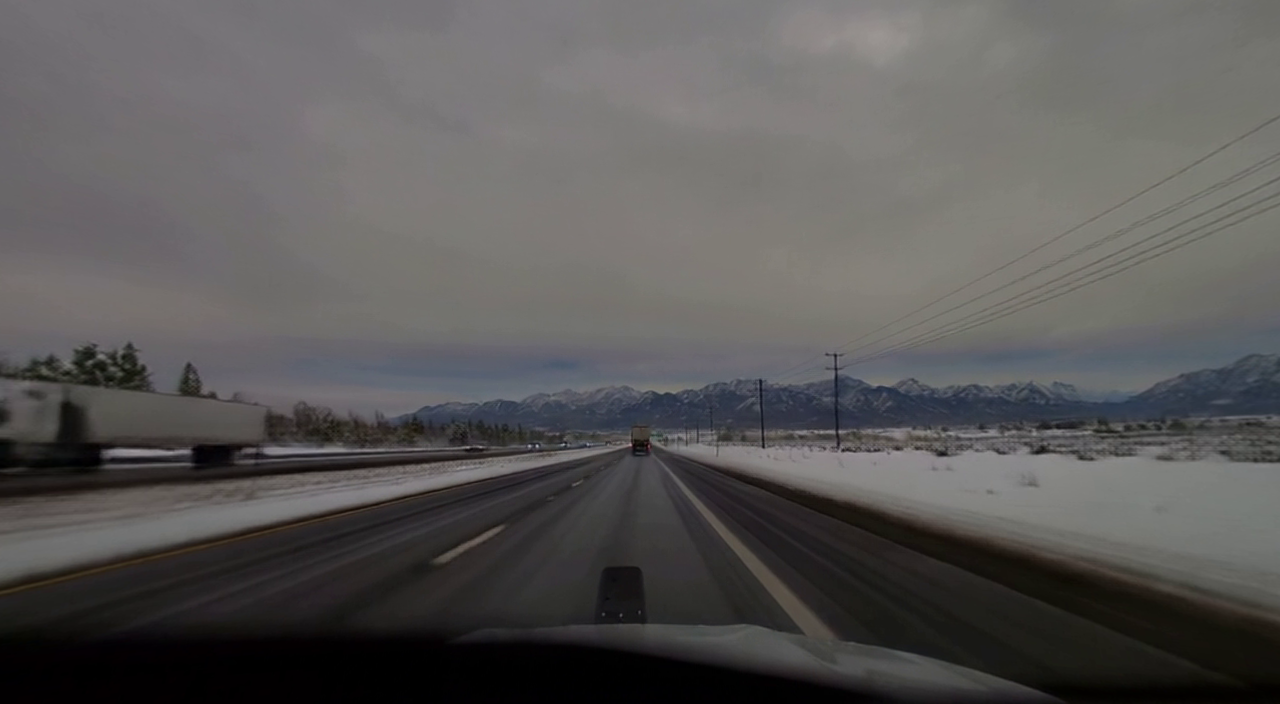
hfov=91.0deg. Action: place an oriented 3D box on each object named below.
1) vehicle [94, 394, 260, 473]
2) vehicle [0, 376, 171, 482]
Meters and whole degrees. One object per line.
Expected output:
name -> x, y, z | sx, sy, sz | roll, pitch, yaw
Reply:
vehicle -> -25.149, 4.605, 34.966 | 2.898, 3.850, 8.138 | 0, -9, 0
vehicle -> -25.174, 3.431, 27.292 | 2.889, 3.867, 8.576 | 0, -9, 0
